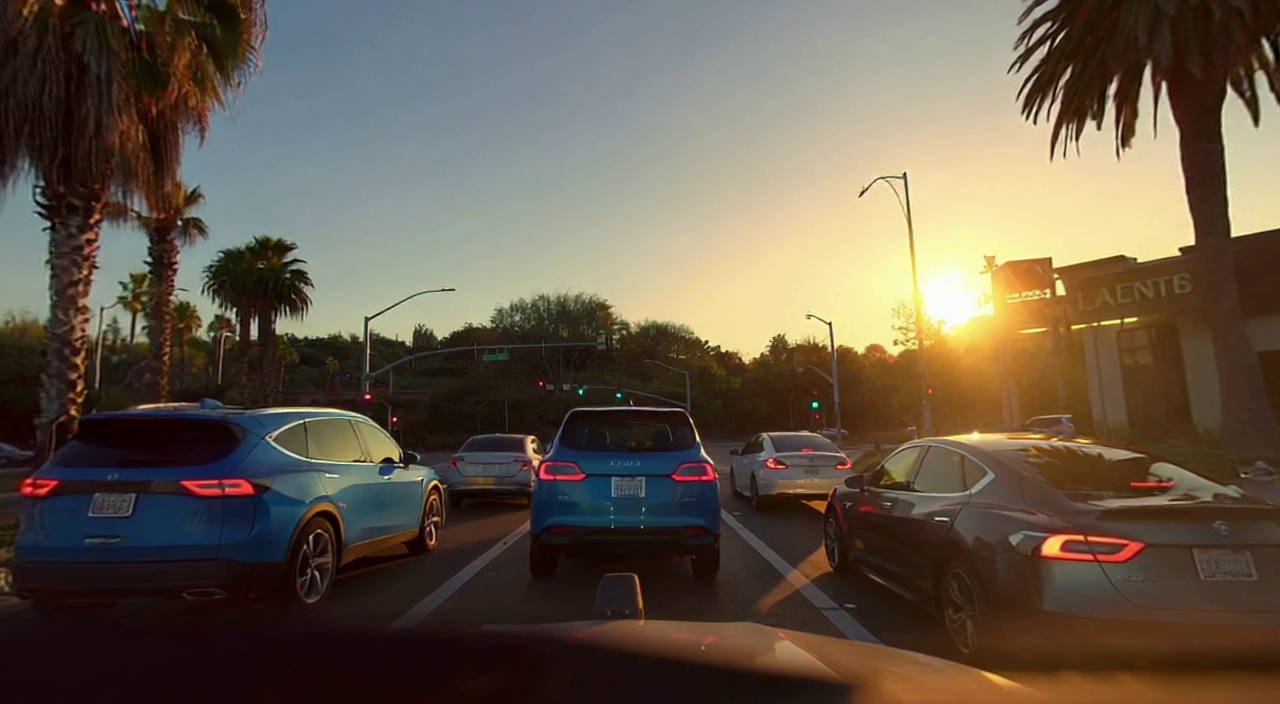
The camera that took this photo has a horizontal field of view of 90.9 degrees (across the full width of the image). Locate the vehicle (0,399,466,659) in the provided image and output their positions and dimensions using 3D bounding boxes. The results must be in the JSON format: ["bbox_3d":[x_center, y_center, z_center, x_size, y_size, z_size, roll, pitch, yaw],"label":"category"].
[{"bbox_3d":[-3.360,1.382,6.052,2.014,1.534,4.455,0,-8,1],"label":"vehicle"}]

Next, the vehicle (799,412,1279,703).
[{"bbox_3d":[2.967,1.371,5.256,2.017,1.491,4.611,0,-8,-1],"label":"vehicle"}]

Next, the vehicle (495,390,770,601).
[{"bbox_3d":[-0.127,1.516,7.512,2.280,1.747,4.361,0,-8,-2],"label":"vehicle"}]
